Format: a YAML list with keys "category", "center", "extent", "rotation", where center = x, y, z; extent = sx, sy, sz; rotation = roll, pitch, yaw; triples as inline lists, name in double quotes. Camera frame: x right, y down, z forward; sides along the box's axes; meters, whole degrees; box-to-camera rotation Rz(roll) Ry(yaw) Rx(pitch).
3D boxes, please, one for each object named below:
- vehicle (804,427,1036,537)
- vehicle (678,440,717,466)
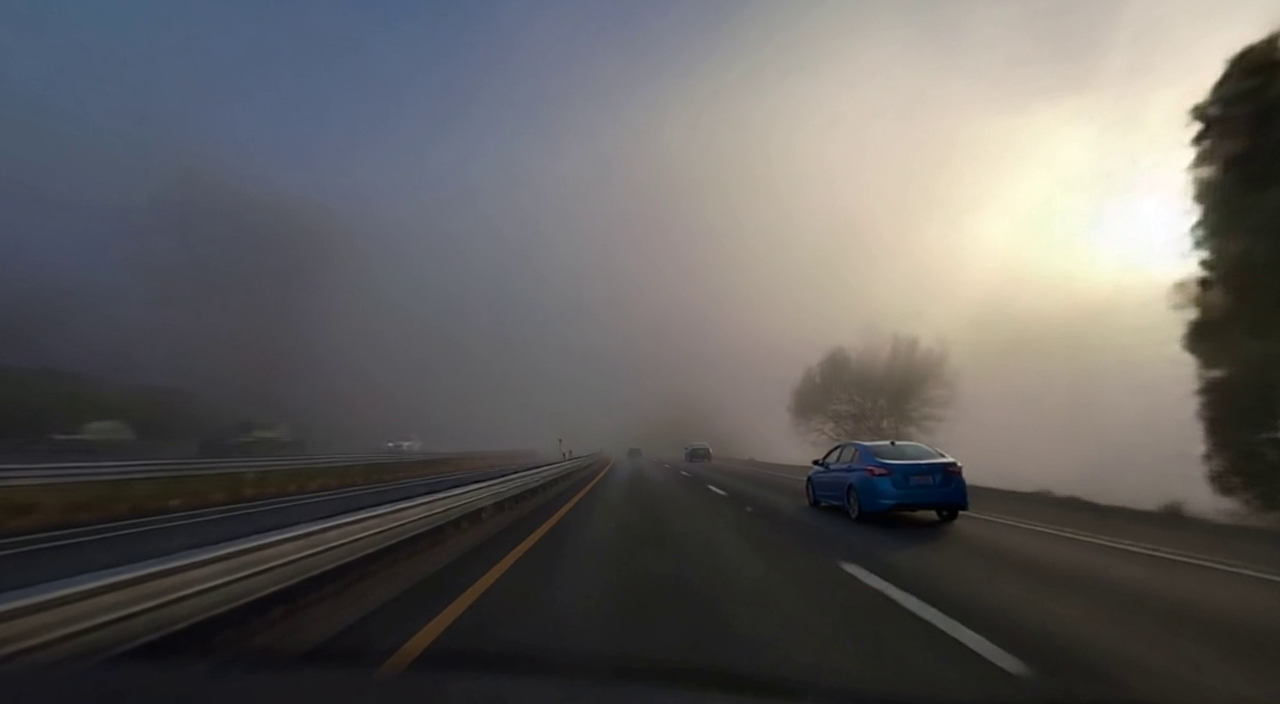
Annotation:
- category: "vehicle"
  center: [4.514, 2.140, 11.031]
  extent: [2.072, 1.528, 4.176]
  rotation: [0, -8, -1]
- category: "vehicle"
  center: [3.582, 6.326, 39.678]
  extent: [1.945, 1.538, 3.729]
  rotation: [0, -8, -2]
